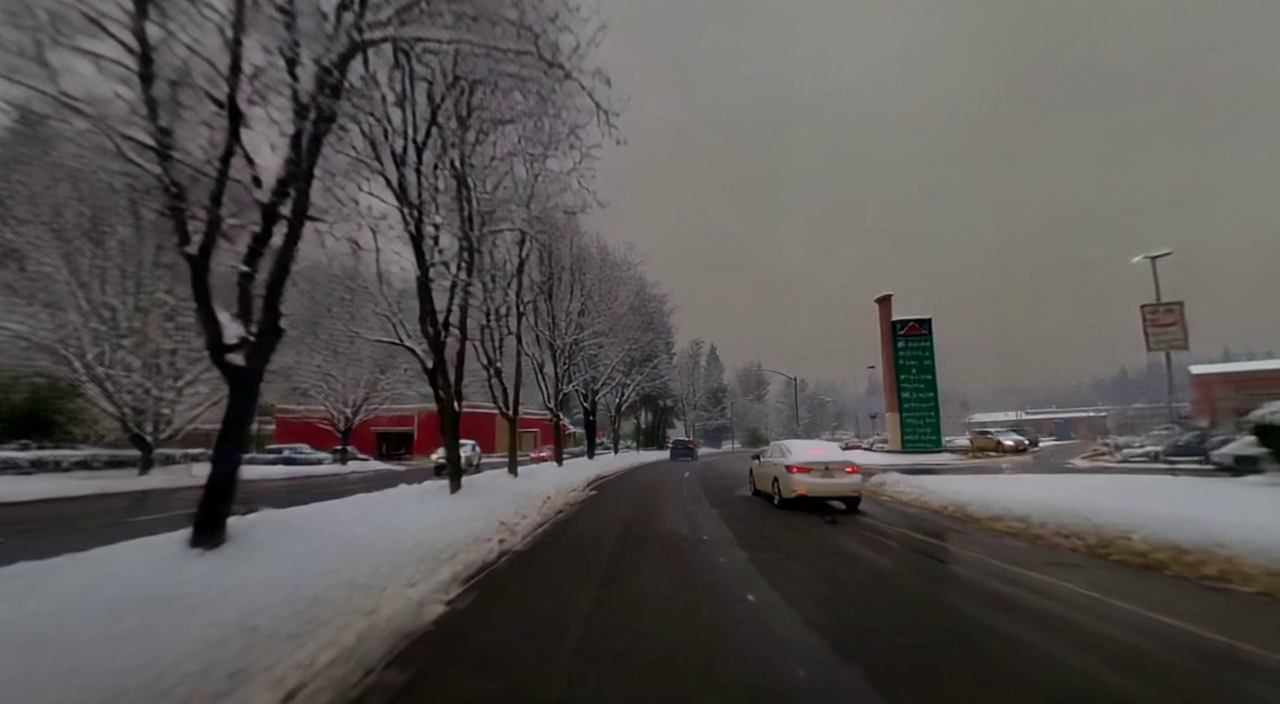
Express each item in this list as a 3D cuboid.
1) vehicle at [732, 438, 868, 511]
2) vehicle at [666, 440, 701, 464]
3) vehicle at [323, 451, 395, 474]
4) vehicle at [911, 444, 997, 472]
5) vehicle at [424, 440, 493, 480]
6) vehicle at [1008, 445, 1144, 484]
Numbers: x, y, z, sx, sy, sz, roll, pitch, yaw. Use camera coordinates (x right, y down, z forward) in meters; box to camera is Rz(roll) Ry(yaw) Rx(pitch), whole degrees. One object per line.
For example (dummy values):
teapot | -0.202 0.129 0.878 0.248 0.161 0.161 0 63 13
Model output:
vehicle | 3.701 2.922 15.684 2.132 1.497 4.827 0 -8 0
vehicle | 3.286 7.446 47.308 2.123 1.703 4.292 -2 -9 10
vehicle | -20.298 7.978 45.712 4.389 1.518 1.930 -2 -9 9
vehicle | 19.761 6.696 39.845 4.512 1.561 1.846 -8 -12 32
vehicle | -8.485 5.049 29.906 2.045 1.689 4.545 0 -8 -2
vehicle | 17.565 4.491 25.501 4.653 1.471 1.850 2 -9 -16
